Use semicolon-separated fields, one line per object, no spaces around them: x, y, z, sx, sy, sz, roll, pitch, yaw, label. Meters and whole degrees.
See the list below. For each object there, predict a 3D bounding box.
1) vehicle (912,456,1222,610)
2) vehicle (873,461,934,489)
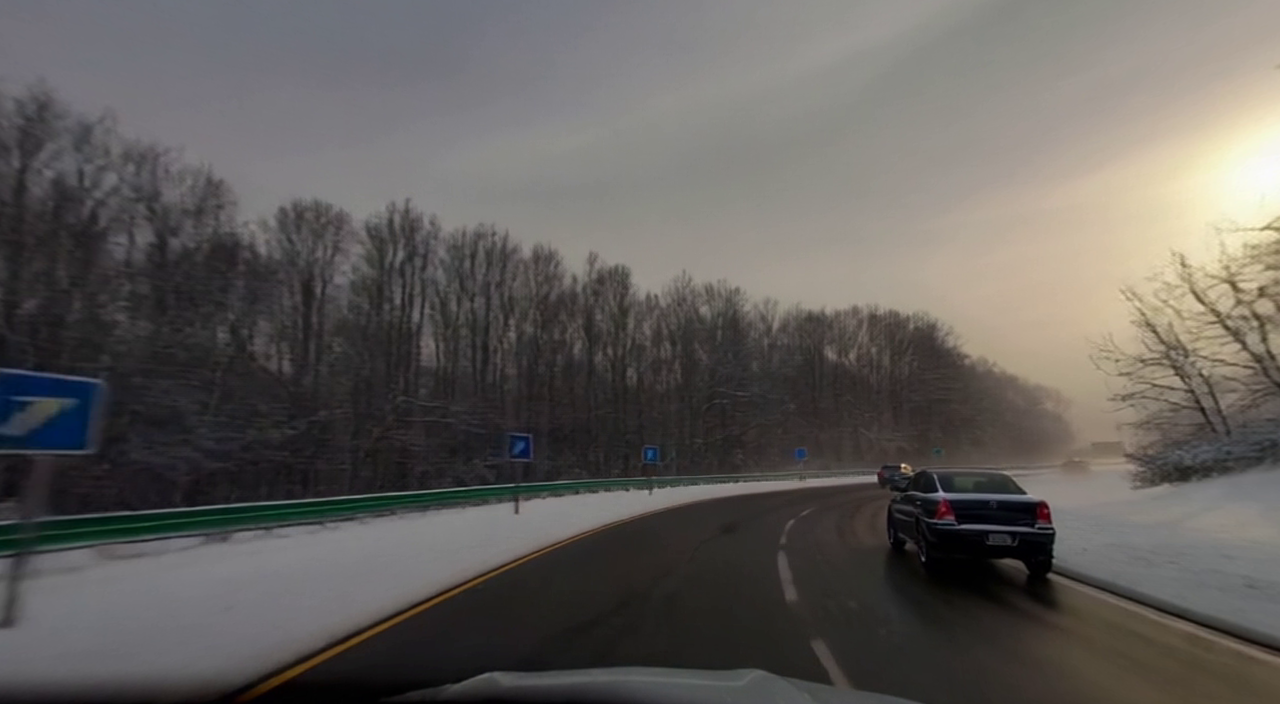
5.540;2.350;9.007;2.023;1.593;4.105;-1;-11;9;vehicle
15.118;7.039;36.067;1.992;1.503;3.793;-9;-14;42;vehicle
